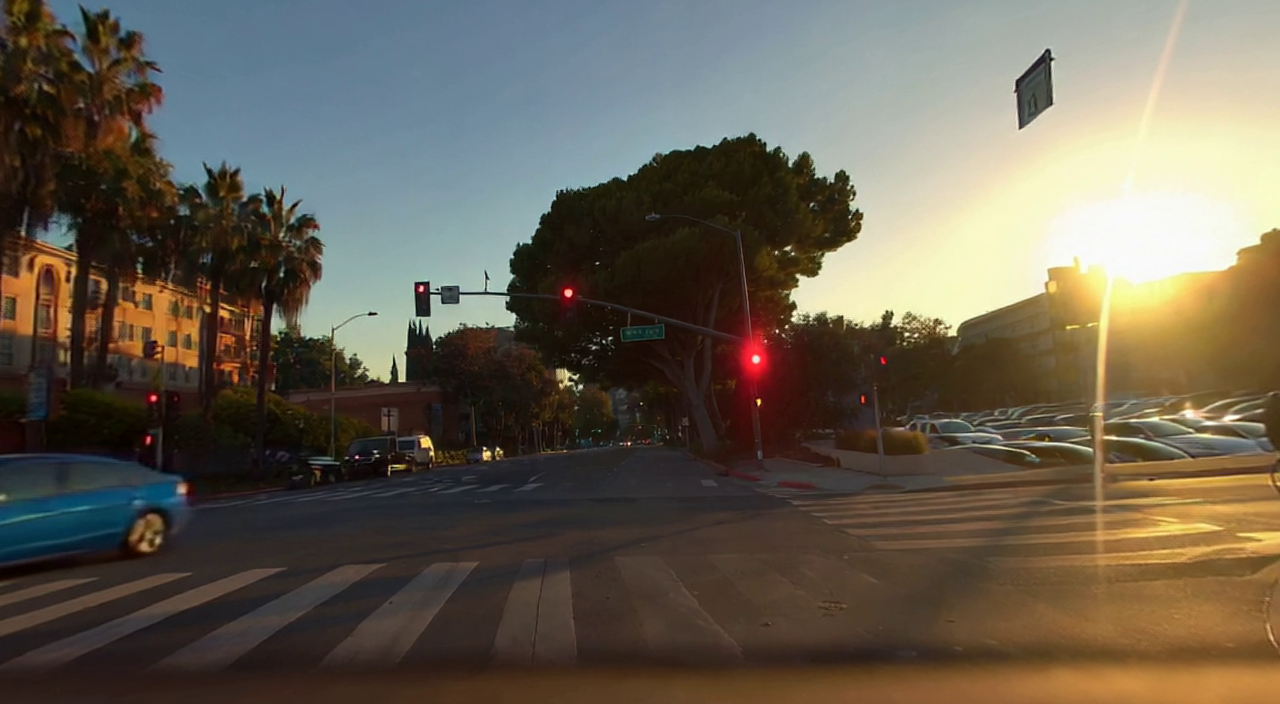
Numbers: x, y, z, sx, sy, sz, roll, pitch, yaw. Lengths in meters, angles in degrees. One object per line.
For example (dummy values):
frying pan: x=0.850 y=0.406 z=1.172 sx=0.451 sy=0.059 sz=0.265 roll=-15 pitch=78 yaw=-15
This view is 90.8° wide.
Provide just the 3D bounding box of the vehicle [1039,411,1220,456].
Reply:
vehicle: x=16.910 y=2.907 z=22.122 sx=4.560 sy=1.453 sz=1.851 roll=-3 pitch=-9 yaw=18

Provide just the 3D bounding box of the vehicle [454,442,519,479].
vehicle: x=-7.024 y=4.994 z=29.317 sx=2.024 sy=1.470 sz=4.153 roll=-3 pitch=-9 yaw=-1

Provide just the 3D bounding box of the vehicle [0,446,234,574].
vehicle: x=-7.875 y=1.879 z=7.764 sx=1.855 sy=1.419 sz=4.385 roll=-6 pitch=-11 yaw=36

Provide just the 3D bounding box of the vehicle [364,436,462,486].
vehicle: x=-10.213 y=4.955 z=29.049 sx=2.475 sy=1.940 sz=5.702 roll=-3 pitch=-9 yaw=-1

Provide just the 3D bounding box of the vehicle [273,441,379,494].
vehicle: x=-13.768 y=5.062 z=28.137 sx=2.251 sy=1.957 sz=4.968 roll=-4 pitch=-9 yaw=-1

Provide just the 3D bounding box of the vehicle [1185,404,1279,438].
vehicle: x=34.860 y=4.029 z=36.689 sx=4.326 sy=1.511 sz=1.725 roll=-8 pitch=-9 yaw=16
